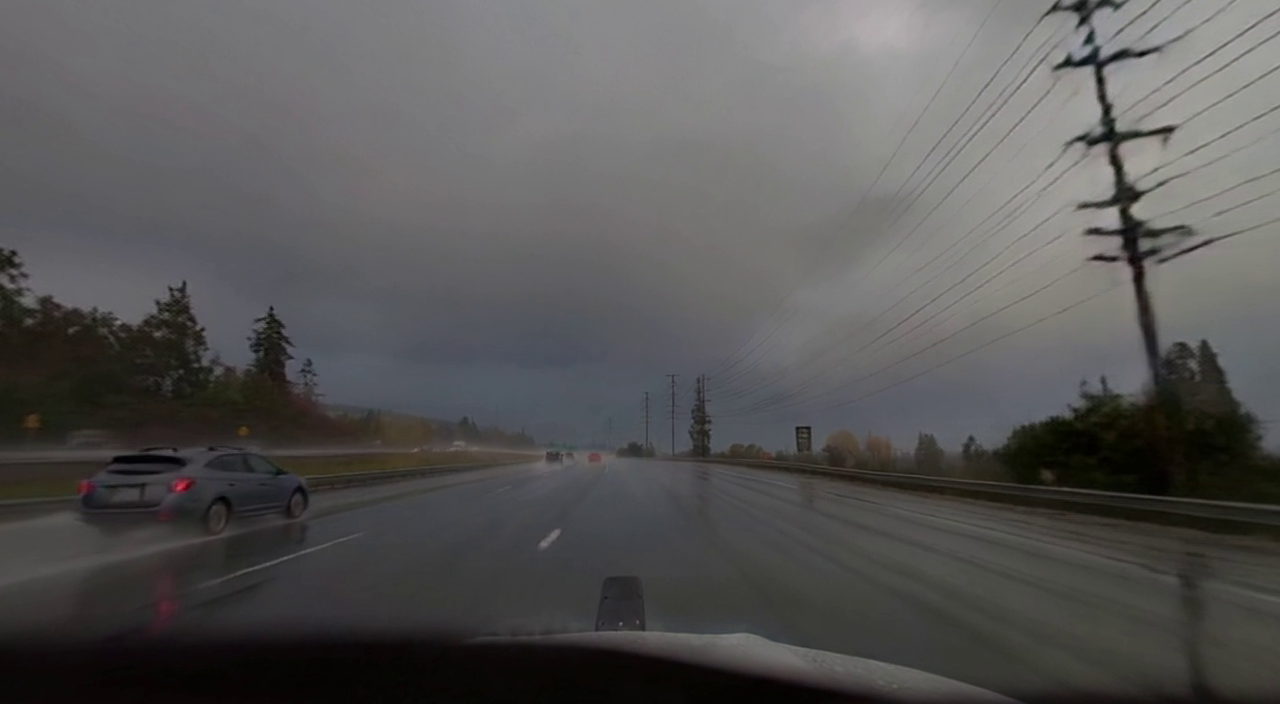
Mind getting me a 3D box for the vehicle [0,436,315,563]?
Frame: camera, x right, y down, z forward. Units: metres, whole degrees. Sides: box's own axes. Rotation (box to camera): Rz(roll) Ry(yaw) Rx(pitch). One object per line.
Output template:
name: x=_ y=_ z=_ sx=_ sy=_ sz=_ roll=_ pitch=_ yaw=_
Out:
vehicle: x=-7.238 y=2.125 z=9.853 sx=1.999 sy=1.527 sz=4.238 roll=0 pitch=-9 yaw=0
